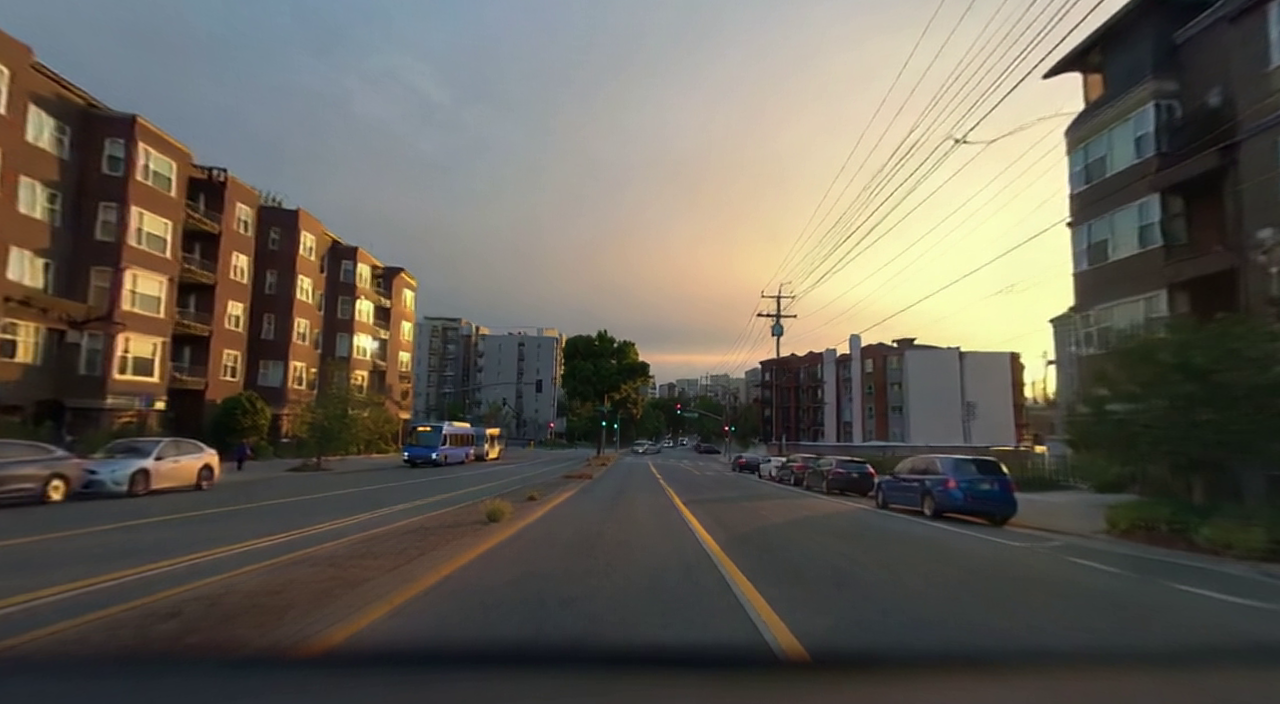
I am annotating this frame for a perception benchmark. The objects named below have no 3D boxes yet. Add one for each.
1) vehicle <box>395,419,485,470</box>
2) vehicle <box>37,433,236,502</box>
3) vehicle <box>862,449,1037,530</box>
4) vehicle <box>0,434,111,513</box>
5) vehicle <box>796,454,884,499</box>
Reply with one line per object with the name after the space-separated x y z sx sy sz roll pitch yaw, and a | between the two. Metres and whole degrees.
-14.296 6.790 46.406 3.060 3.307 9.997 0 -8 2 | vehicle
-14.594 3.338 18.816 2.107 1.771 4.871 0 -8 -4 | vehicle
7.728 3.420 16.449 2.143 1.731 4.781 0 -8 0 | vehicle
-14.525 2.585 13.482 2.124 1.626 4.908 0 -8 1 | vehicle
7.768 4.863 25.066 1.997 1.517 4.755 0 -8 1 | vehicle
